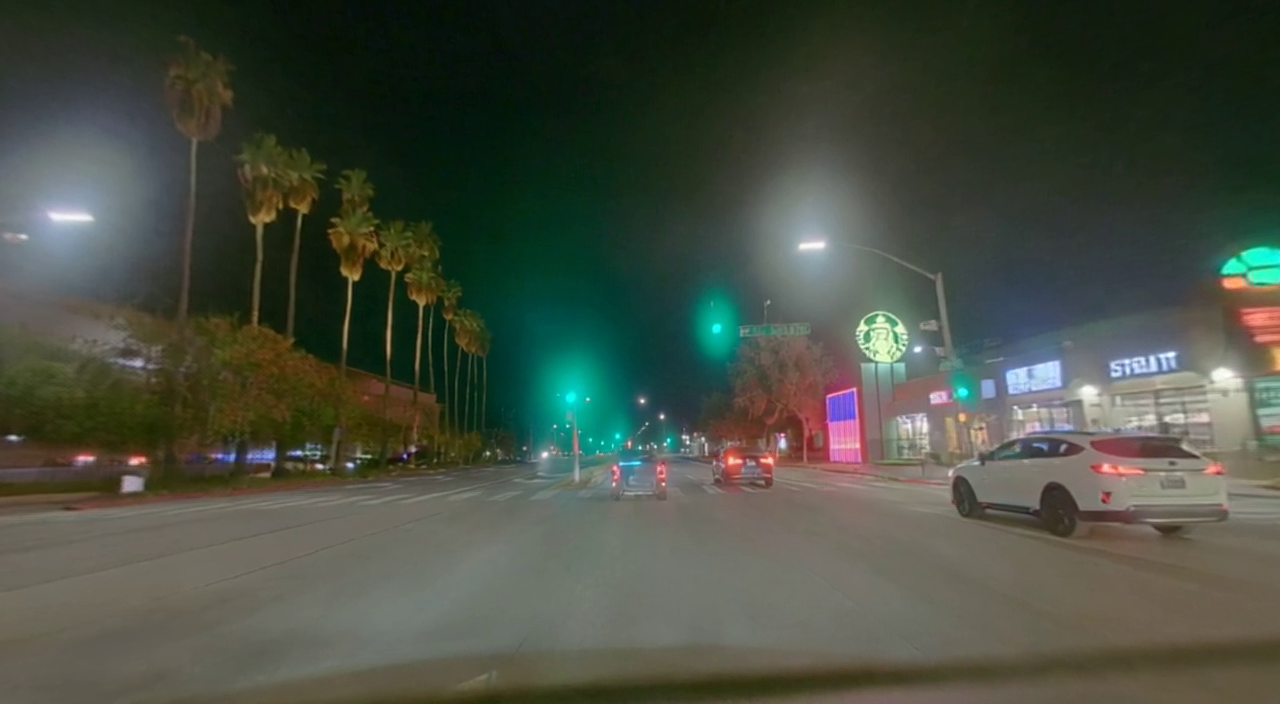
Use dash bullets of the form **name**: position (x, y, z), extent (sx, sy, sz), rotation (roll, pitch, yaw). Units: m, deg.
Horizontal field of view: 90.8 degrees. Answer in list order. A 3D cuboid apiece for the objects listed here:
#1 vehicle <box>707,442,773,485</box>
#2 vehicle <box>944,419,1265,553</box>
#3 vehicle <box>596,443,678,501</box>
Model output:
- **vehicle**: position (3.903, 4.400, 25.316), extent (1.892, 1.532, 4.177), rotation (0, -8, -1)
- **vehicle**: position (6.882, 2.000, 10.092), extent (1.940, 1.674, 4.085), rotation (0, -8, -1)
- **vehicle**: position (-0.084, 3.394, 18.329), extent (2.110, 1.487, 3.873), rotation (0, -8, 0)
